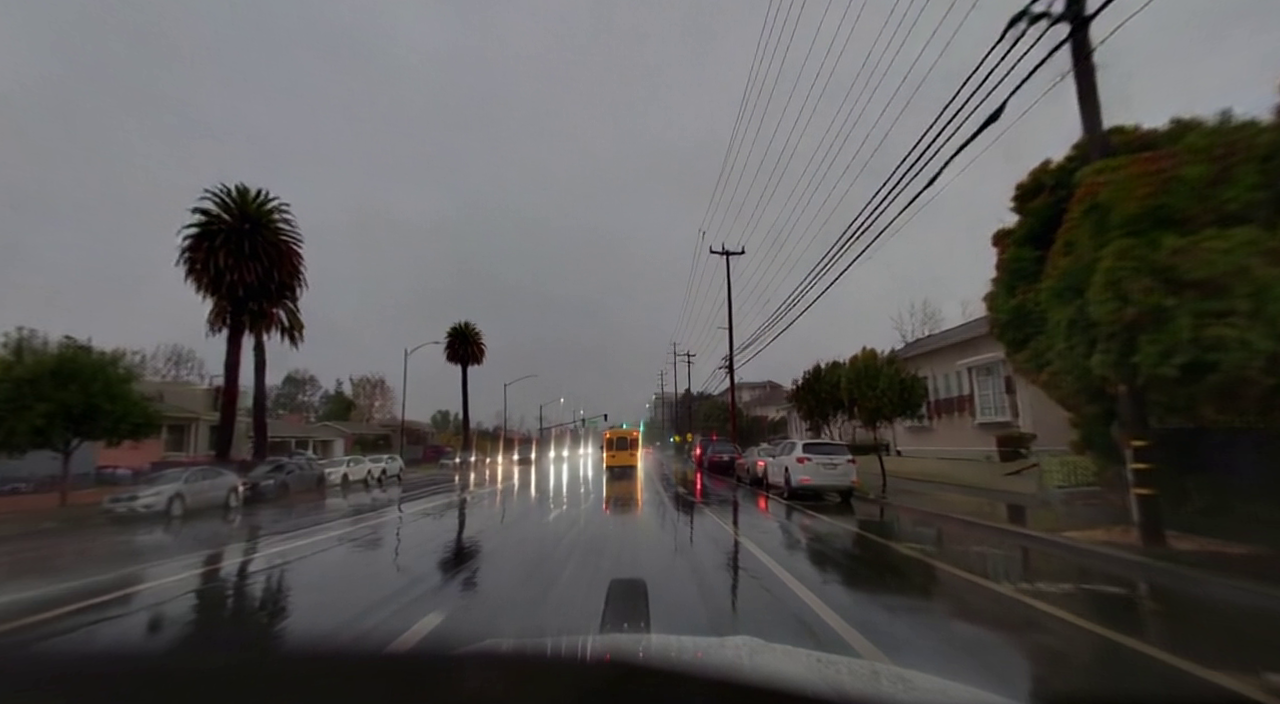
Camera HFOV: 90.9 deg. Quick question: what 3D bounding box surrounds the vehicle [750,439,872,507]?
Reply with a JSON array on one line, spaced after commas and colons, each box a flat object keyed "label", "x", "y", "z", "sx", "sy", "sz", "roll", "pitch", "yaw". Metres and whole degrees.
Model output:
[{"label": "vehicle", "x": 4.275, "y": 3.076, "z": 16.546, "sx": 1.946, "sy": 1.530, "sz": 4.240, "roll": 0, "pitch": -9, "yaw": -1}]

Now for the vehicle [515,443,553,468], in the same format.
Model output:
[{"label": "vehicle", "x": -7.978, "y": 7.816, "z": 47.921, "sx": 2.096, "sy": 1.798, "sz": 4.831, "roll": 0, "pitch": -9, "yaw": 0}]

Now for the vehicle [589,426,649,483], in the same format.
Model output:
[{"label": "vehicle", "x": -0.909, "y": 4.080, "z": 25.236, "sx": 2.168, "sy": 2.040, "sz": 4.527, "roll": 0, "pitch": -9, "yaw": -3}]

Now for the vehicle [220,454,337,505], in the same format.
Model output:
[{"label": "vehicle", "x": -13.638, "y": 4.788, "z": 24.168, "sx": 1.979, "sy": 1.509, "sz": 4.763, "roll": -3, "pitch": -7, "yaw": -4}]

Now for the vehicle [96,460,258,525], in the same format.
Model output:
[{"label": "vehicle", "x": -13.127, "y": 3.962, "z": 18.202, "sx": 1.841, "sy": 1.356, "sz": 3.938, "roll": -6, "pitch": -8, "yaw": -2}]

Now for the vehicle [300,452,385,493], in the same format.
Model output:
[{"label": "vehicle", "x": -14.112, "y": 5.691, "z": 30.215, "sx": 2.041, "sy": 1.643, "sz": 4.665, "roll": -3, "pitch": -9, "yaw": -3}]
